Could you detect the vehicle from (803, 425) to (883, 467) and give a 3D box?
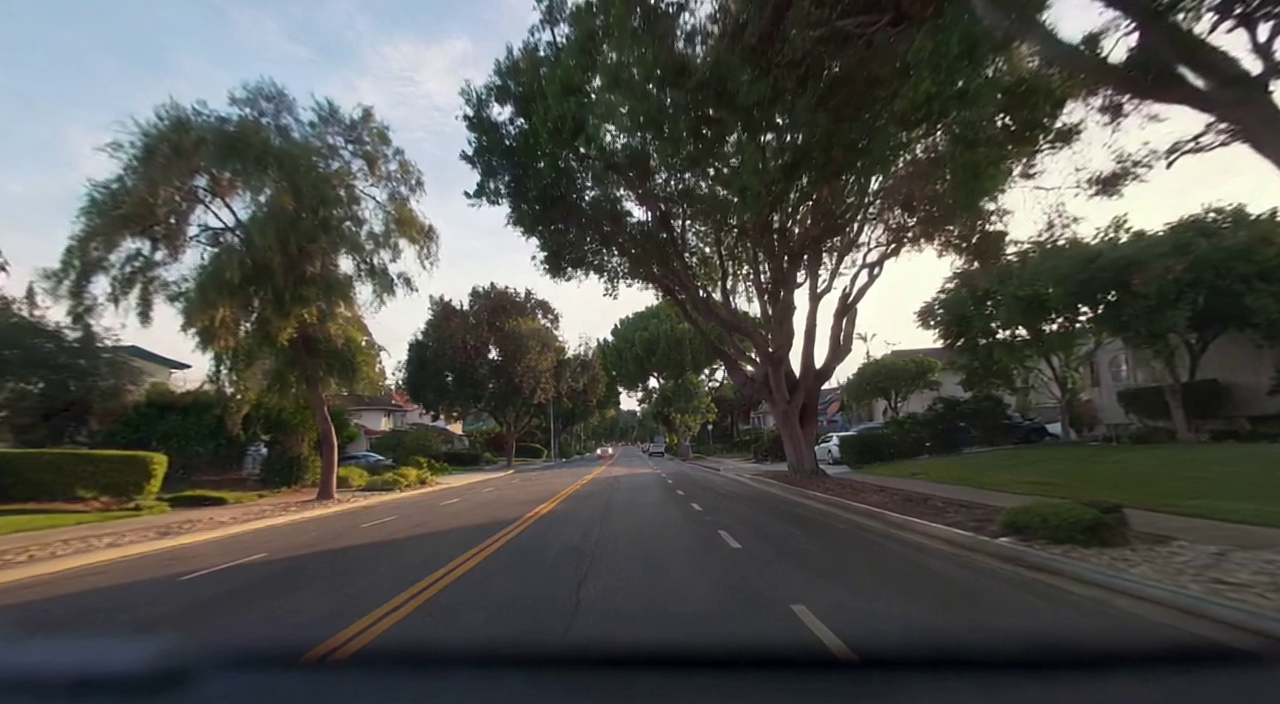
[{"bbox_3d":[10.676,5.024,33.754,2.305,2.042,5.711,0,-8,0],"label":"vehicle"}]

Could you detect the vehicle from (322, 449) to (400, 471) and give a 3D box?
[{"bbox_3d":[-19.474,7.552,44.218,4.459,1.432,1.979,0,-9,-1],"label":"vehicle"}]
